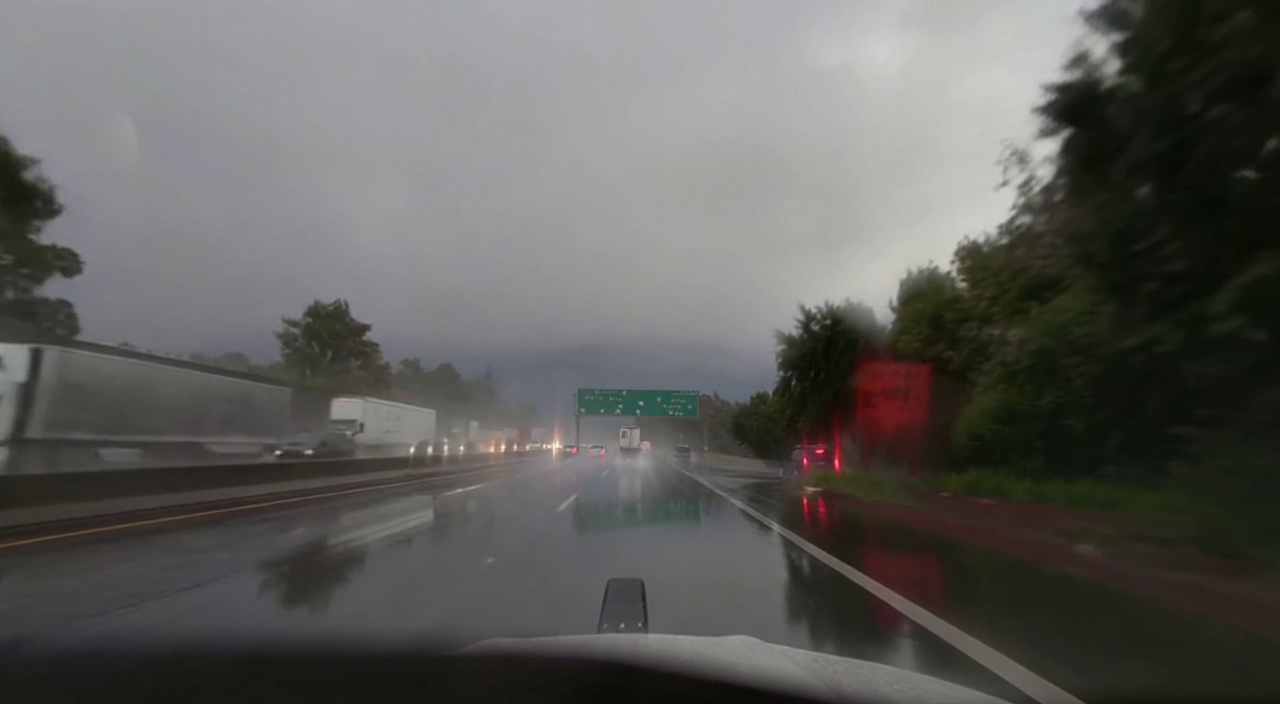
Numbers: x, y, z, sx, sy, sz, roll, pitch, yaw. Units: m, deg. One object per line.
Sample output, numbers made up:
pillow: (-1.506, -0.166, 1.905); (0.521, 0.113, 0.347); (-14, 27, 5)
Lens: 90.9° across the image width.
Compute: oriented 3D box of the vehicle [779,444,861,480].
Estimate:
vehicle: (9.551, 5.877, 33.810); (2.080, 1.725, 4.252); (5, -10, -20)

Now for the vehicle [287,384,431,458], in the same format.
vehicle: (-18.641, 5.226, 43.795); (2.838, 3.993, 15.405); (3, -10, 0)

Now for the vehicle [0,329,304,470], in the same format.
vehicle: (-18.573, 2.403, 24.809); (2.787, 3.985, 14.192); (0, -9, 0)

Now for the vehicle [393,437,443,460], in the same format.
vehicle: (-14.217, 6.221, 40.579); (1.873, 1.432, 3.960); (0, -9, -1)

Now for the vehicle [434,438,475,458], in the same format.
vehicle: (-14.590, 7.587, 49.869); (1.935, 1.462, 4.396); (0, -9, -1)

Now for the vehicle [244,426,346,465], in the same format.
vehicle: (-14.432, 3.974, 26.642); (1.915, 1.479, 4.154); (0, -9, 0)
